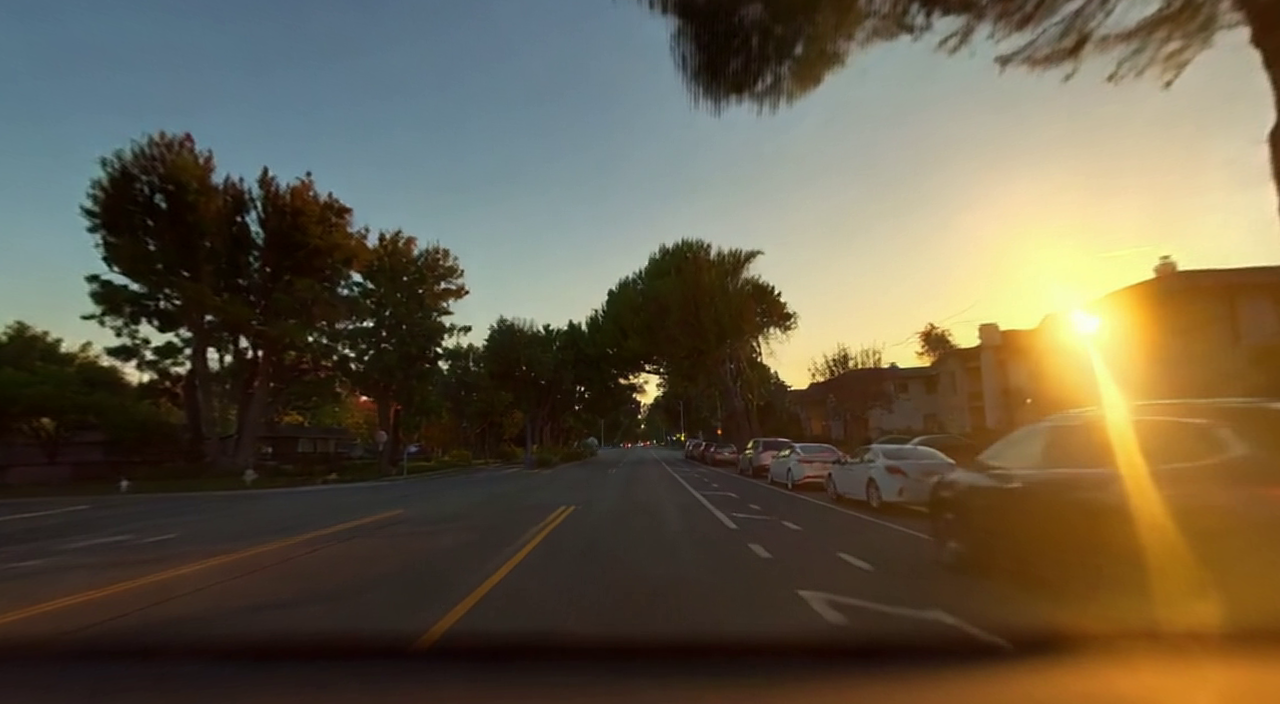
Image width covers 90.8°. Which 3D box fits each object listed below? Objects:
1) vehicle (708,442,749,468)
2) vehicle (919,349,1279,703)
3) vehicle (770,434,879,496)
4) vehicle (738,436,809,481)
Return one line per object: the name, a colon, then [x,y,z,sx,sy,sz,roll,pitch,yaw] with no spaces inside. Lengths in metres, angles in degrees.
vehicle: [5.346,6.274,38.594,1.837,1.532,3.886,0,-9,-2]
vehicle: [4.210,1.108,4.648,2.272,1.744,4.324,0,-9,-1]
vehicle: [5.453,3.423,19.289,1.974,1.548,4.160,-3,-10,0]
vehicle: [5.385,4.336,26.047,1.990,1.694,4.179,0,-9,-1]
